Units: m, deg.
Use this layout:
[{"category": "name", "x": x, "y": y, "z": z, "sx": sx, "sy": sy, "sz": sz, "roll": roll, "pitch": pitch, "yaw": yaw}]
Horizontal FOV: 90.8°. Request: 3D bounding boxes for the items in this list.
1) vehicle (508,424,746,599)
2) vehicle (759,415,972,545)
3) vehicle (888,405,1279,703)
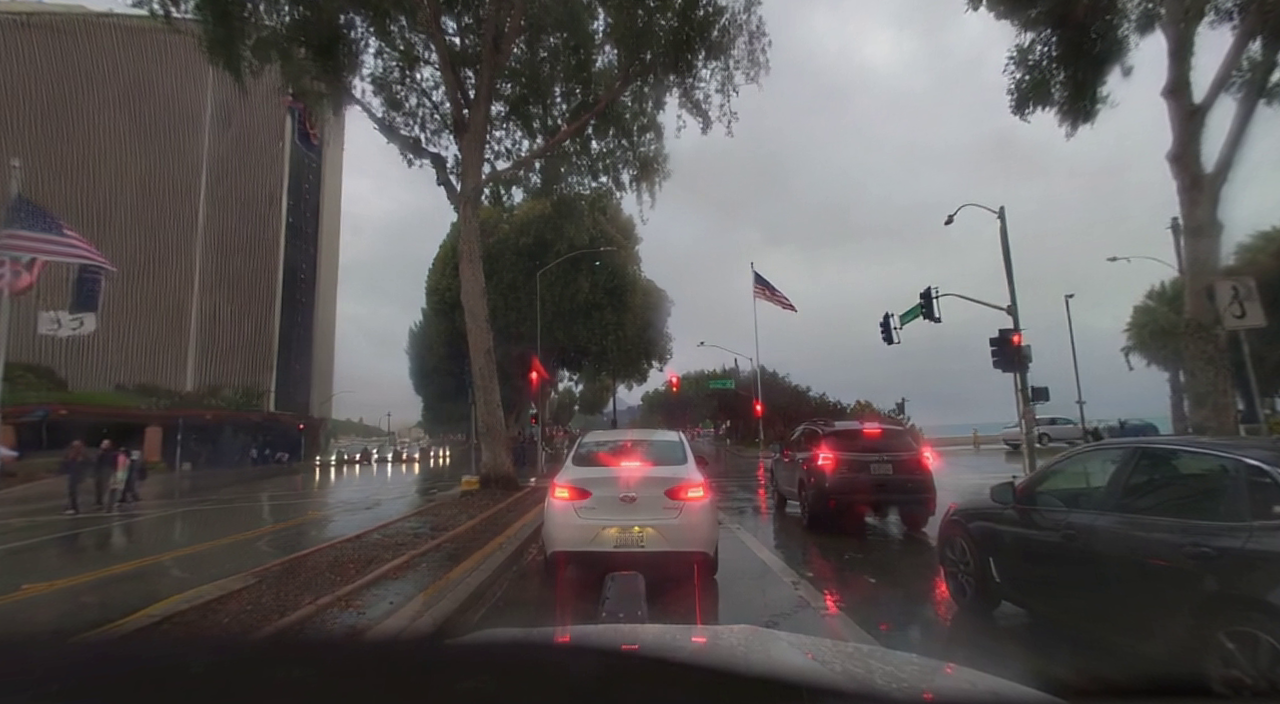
[{"category": "vehicle", "x": -0.119, "y": 1.694, "z": 7.521, "sx": 2.096, "sy": 1.521, "sz": 3.747, "roll": 0, "pitch": -8, "yaw": 0}, {"category": "vehicle", "x": 3.506, "y": 2.085, "z": 10.952, "sx": 1.978, "sy": 1.738, "sz": 4.599, "roll": 0, "pitch": -8, "yaw": 0}, {"category": "vehicle", "x": 3.375, "y": 1.172, "z": 3.993, "sx": 1.833, "sy": 1.465, "sz": 4.258, "roll": 0, "pitch": -8, "yaw": -1}]
